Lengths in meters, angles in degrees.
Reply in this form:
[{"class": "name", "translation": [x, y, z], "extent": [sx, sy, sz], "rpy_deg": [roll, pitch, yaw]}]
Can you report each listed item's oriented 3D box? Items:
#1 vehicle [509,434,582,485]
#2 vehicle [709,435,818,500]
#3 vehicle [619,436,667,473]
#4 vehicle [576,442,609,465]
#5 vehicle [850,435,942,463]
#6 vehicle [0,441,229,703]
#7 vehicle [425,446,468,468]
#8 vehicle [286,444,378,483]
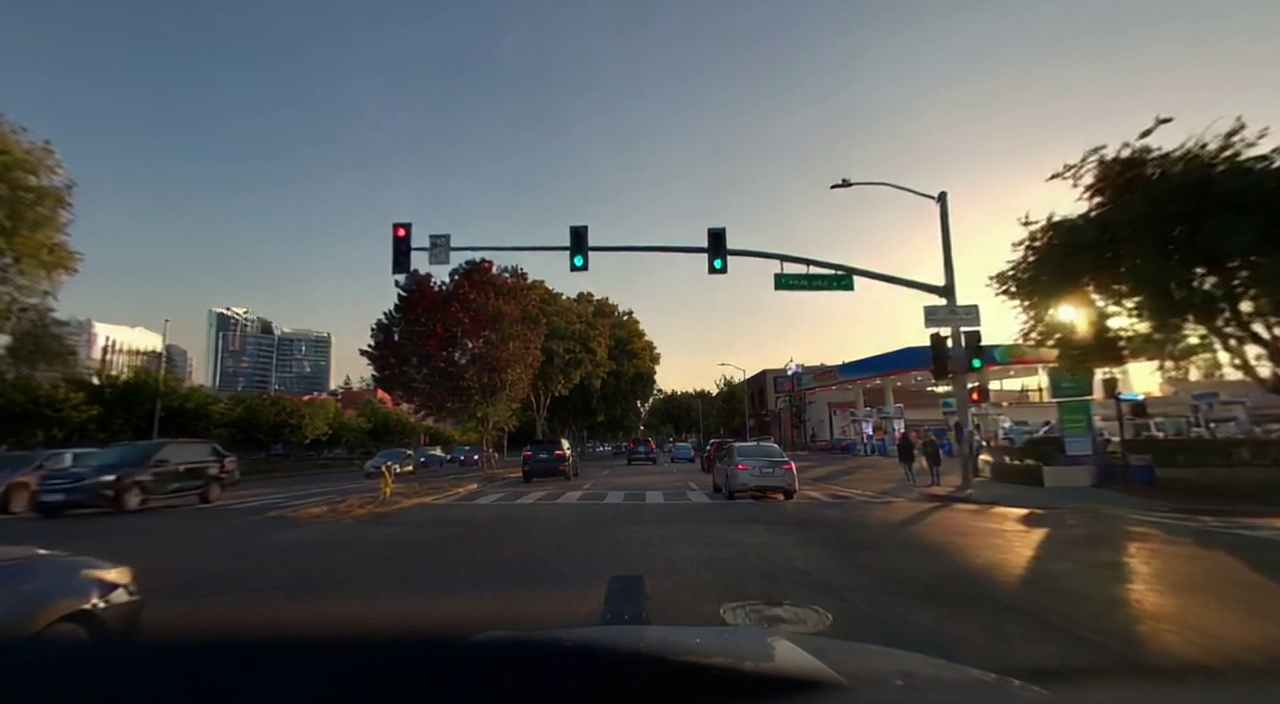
[{"class": "vehicle", "translation": [-3.294, 3.836, 22.755], "extent": [1.988, 1.645, 3.995], "rpy_deg": [0, -8, 1]}, {"class": "vehicle", "translation": [3.129, 3.030, 16.976], "extent": [1.919, 1.502, 4.572], "rpy_deg": [0, -8, -1]}, {"class": "vehicle", "translation": [0.119, 4.960, 30.692], "extent": [2.192, 1.674, 4.124], "rpy_deg": [0, -8, 0]}, {"class": "vehicle", "translation": [-3.183, 6.890, 42.878], "extent": [1.901, 1.483, 4.372], "rpy_deg": [0, -8, 0]}, {"class": "vehicle", "translation": [15.992, 6.064, 39.527], "extent": [1.860, 1.587, 4.949], "rpy_deg": [8, -12, -44]}, {"class": "vehicle", "translation": [-3.347, 0.856, 1.282], "extent": [2.013, 1.354, 4.393], "rpy_deg": [0, -8, 1]}, {"class": "vehicle", "translation": [-15.085, 8.202, 49.278], "extent": [1.905, 1.613, 4.331], "rpy_deg": [0, -8, 1]}, {"class": "vehicle", "translation": [-15.067, 5.440, 31.175], "extent": [2.080, 1.756, 4.723], "rpy_deg": [0, -8, 0]}]
